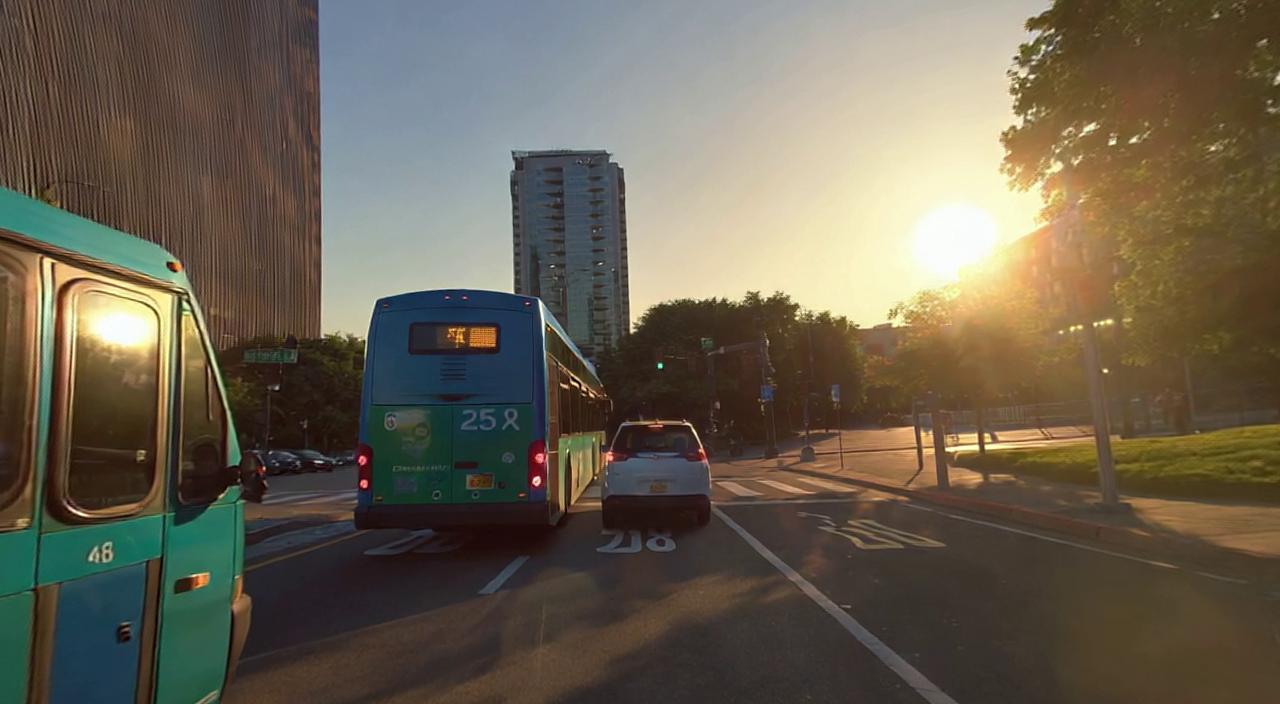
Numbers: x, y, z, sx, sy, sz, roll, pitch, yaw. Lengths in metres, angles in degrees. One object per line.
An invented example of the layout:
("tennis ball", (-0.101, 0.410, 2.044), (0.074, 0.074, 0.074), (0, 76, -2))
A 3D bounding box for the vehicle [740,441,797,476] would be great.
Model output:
("vehicle", (6.128, 5.101, 30.481), (1.919, 1.529, 4.059), (0, -9, 0))

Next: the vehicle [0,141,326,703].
("vehicle", (-2.753, 0.335, 0.218), (2.329, 2.089, 5.659), (0, -9, 0))

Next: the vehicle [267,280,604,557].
("vehicle", (-2.886, 1.798, 14.633), (3.042, 3.445, 13.615), (0, -9, 1))

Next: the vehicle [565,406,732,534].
("vehicle", (0.140, 2.109, 11.736), (2.500, 1.912, 4.270), (0, -9, 0))
